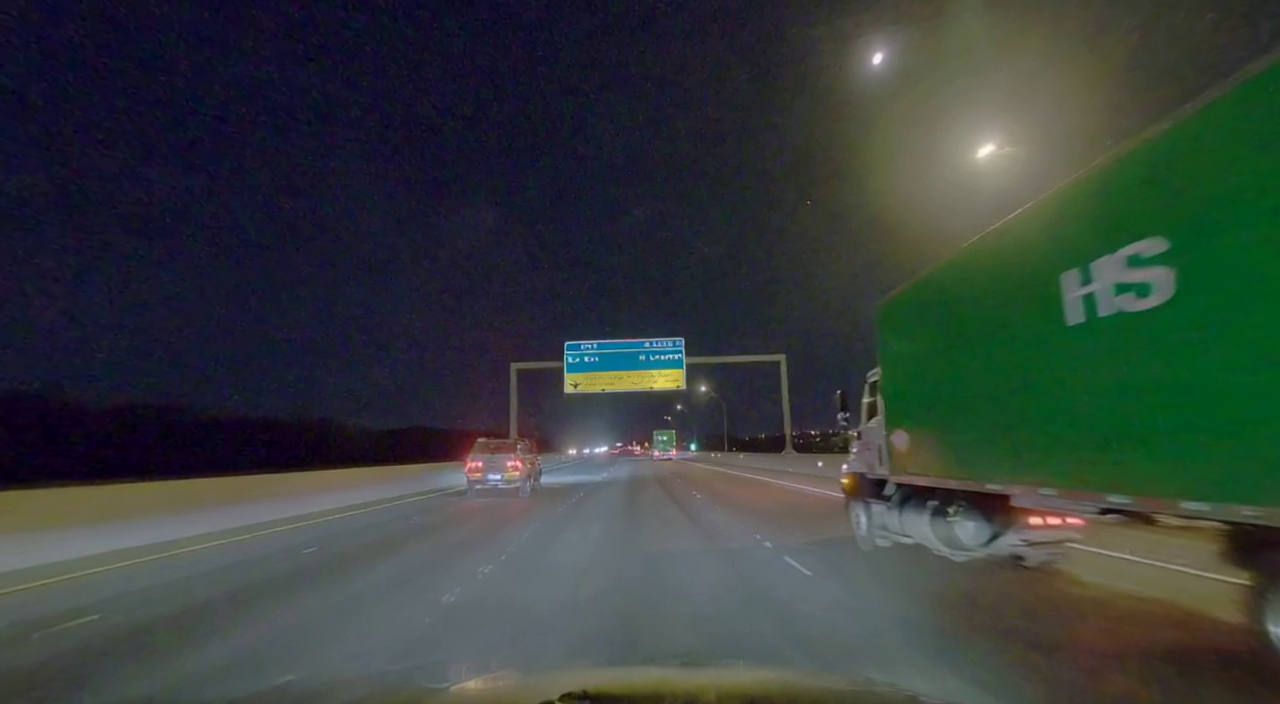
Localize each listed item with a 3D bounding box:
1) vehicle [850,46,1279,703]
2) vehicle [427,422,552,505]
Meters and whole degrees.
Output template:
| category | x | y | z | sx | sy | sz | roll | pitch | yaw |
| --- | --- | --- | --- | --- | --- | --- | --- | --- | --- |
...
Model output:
| category | x | y | z | sx | sy | sz | roll | pitch | yaw |
| --- | --- | --- | --- | --- | --- | --- | --- | --- | --- |
| vehicle | 3.966 | 0.349 | 3.483 | 2.731 | 2.879 | 7.845 | 0 | -9 | -1 |
| vehicle | -3.796 | 2.931 | 16.803 | 2.173 | 1.857 | 4.800 | 0 | -9 | 0 |
